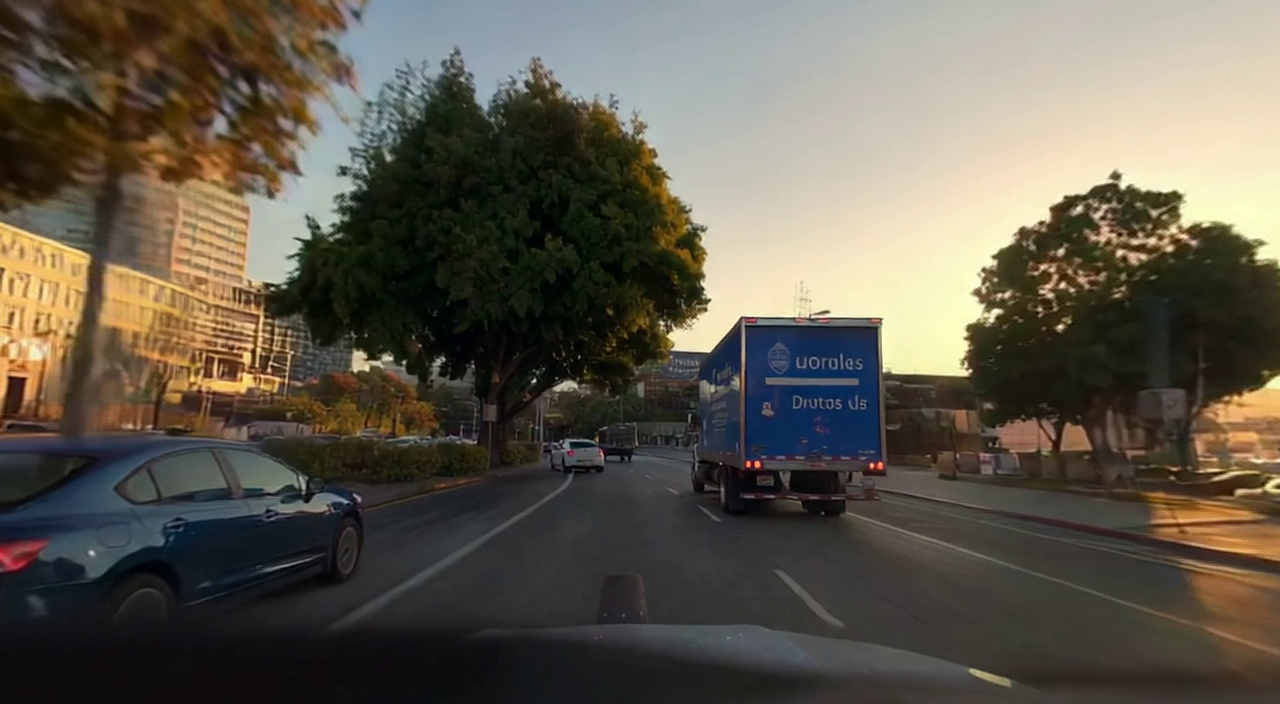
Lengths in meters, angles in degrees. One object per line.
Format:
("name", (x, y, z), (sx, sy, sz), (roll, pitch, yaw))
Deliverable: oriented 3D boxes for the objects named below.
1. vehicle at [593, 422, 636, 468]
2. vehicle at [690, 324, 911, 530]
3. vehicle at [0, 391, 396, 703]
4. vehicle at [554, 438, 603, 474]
("vehicle", (-2.053, 7.090, 47.585), (2.837, 3.142, 7.371), (2, -9, -5))
("vehicle", (3.168, 1.924, 15.395), (2.905, 3.644, 8.441), (0, -9, -2))
("vehicle", (-3.566, 1.225, 4.550), (1.828, 1.515, 4.422), (0, -9, 0))
("vehicle", (-3.426, 5.662, 34.285), (2.388, 1.811, 4.455), (1, -9, -8))
